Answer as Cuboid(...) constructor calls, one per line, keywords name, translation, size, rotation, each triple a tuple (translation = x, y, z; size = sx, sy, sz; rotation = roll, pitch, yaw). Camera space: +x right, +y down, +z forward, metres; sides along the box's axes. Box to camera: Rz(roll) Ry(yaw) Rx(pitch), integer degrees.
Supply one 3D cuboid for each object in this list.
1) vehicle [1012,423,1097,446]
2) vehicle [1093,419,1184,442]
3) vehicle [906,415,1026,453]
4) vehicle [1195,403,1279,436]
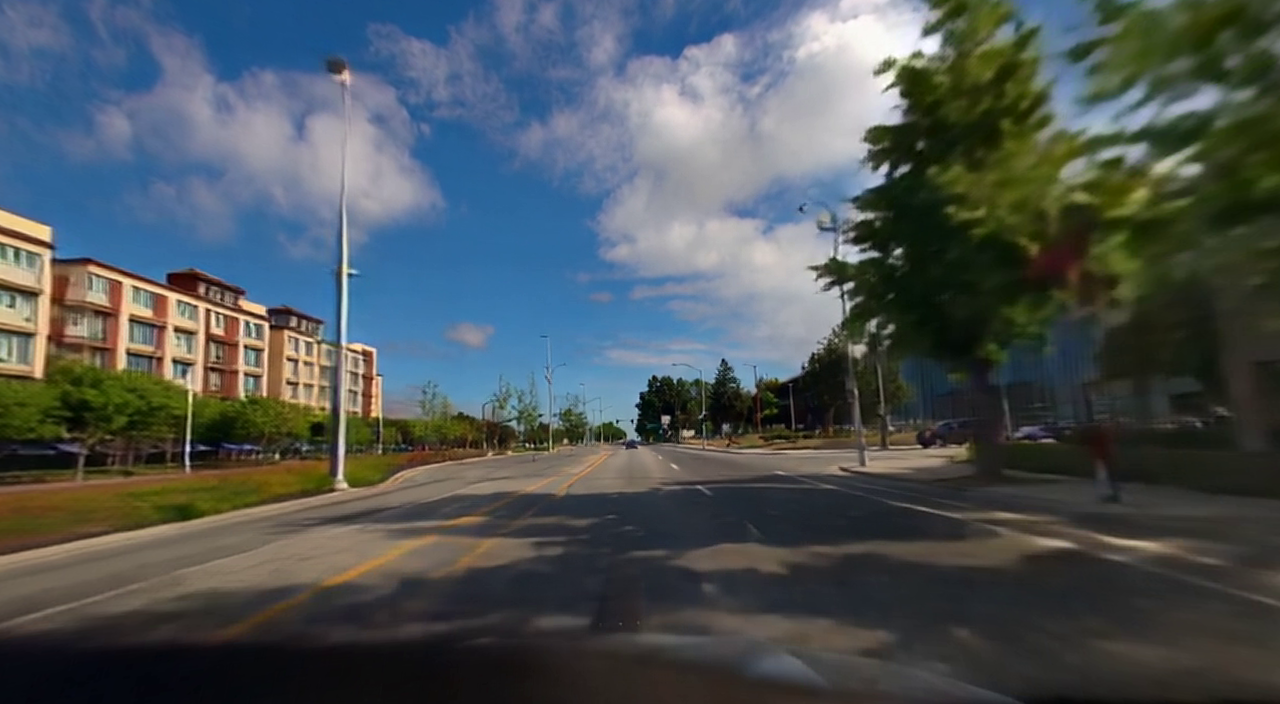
Cuboid(name="vehicle", translation=(28.166, 5.632, 42.977), size=(4.468, 1.455, 2.006), rotation=(1, -9, -8))
Cuboid(name="vehicle", translation=(34.451, 5.448, 43.700), size=(4.817, 1.503, 2.002), rotation=(1, -9, -8))
Cuboid(name="vehicle", translation=(21.411, 5.350, 41.673), size=(6.615, 1.967, 2.328), rotation=(-3, -6, -5))
Cuboid(name="vehicle", translation=(34.315, 3.789, 35.198), size=(5.078, 1.697, 1.987), rotation=(0, -9, -7))
